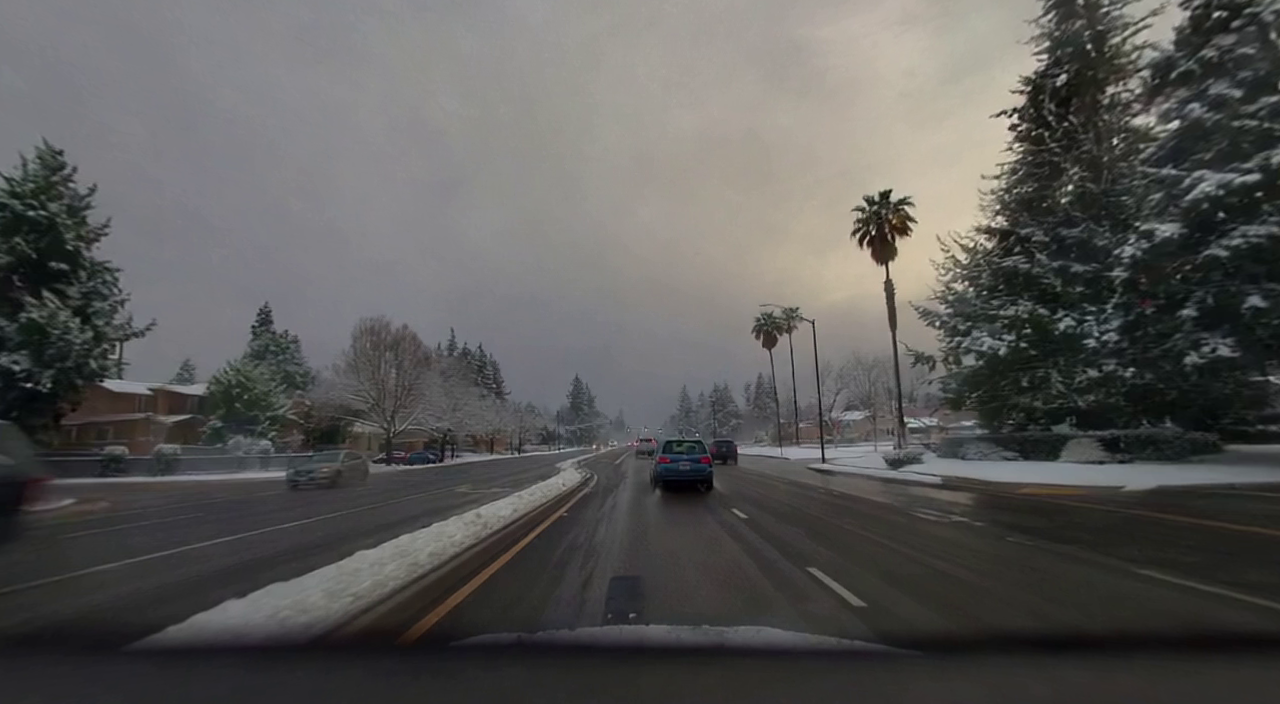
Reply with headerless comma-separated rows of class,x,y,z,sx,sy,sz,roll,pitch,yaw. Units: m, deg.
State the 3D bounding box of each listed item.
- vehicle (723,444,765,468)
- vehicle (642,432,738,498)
vehicle,6.728,6.792,41.254,1.897,1.477,4.360,0,-9,-1
vehicle,1.291,3.229,18.400,2.289,1.679,4.180,0,-9,-2
